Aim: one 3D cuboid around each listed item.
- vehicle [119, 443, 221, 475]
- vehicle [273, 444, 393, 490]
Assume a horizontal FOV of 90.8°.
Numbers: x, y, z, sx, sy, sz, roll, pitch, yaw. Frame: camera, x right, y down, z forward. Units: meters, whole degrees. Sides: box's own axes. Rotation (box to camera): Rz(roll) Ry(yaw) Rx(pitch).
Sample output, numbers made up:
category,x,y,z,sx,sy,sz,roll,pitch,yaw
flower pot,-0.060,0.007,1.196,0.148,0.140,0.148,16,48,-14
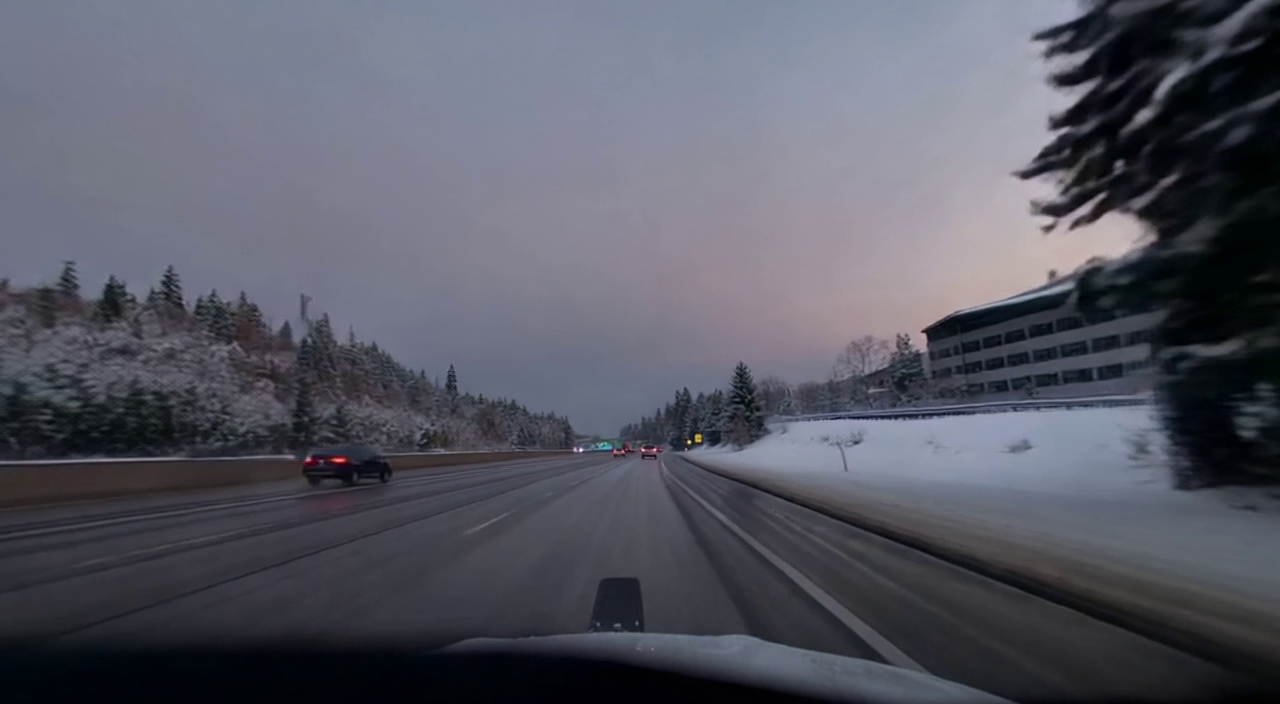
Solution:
category,x,y,z,sx,sy,sz,roll,pitch,yaw
vehicle,-25.941,5.906,35.130,1.973,1.582,4.704,-1,-9,2
vehicle,-10.686,4.015,22.420,1.914,1.440,4.467,-1,-9,1
